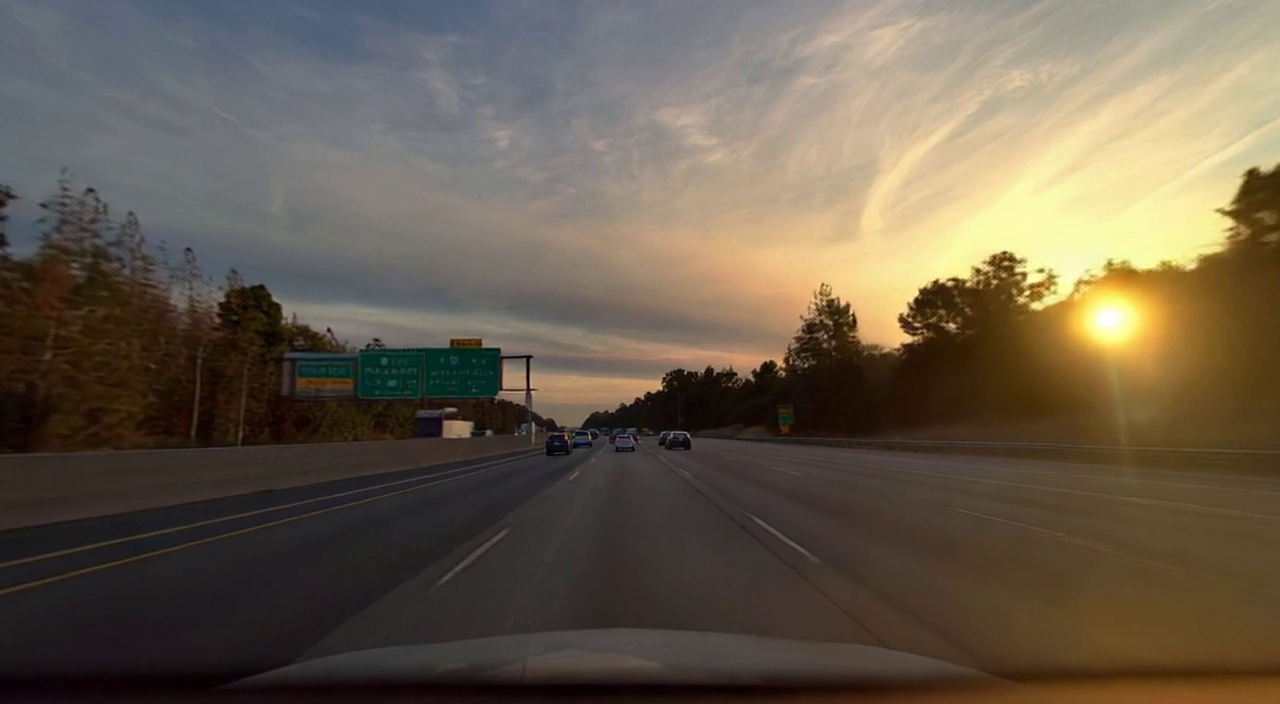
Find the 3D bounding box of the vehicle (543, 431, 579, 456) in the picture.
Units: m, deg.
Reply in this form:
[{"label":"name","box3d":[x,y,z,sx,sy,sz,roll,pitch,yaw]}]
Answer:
[{"label":"vehicle","box3d":[-5.443,6.345,43.765,2.119,1.629,3.946,0,-8,-1]}]

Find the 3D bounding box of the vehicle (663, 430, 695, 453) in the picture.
[{"label":"vehicle","box3d":[3.012,6.976,49.239,2.066,1.673,4.225,0,-8,-2]}]
